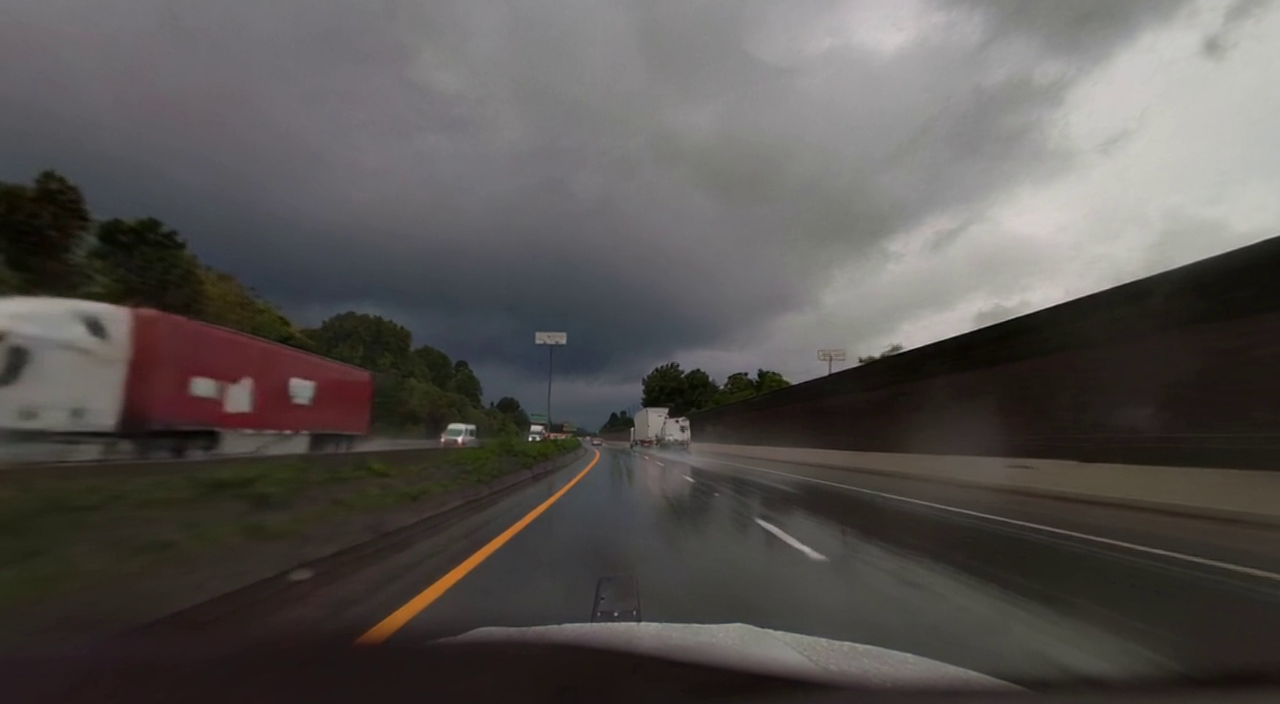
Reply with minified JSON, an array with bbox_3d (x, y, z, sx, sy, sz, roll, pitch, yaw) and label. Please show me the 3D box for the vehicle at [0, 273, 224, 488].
[{"bbox_3d":[-12.823,0.878,14.004,2.962,3.832,5.796,0,-8,0],"label":"vehicle"}]
